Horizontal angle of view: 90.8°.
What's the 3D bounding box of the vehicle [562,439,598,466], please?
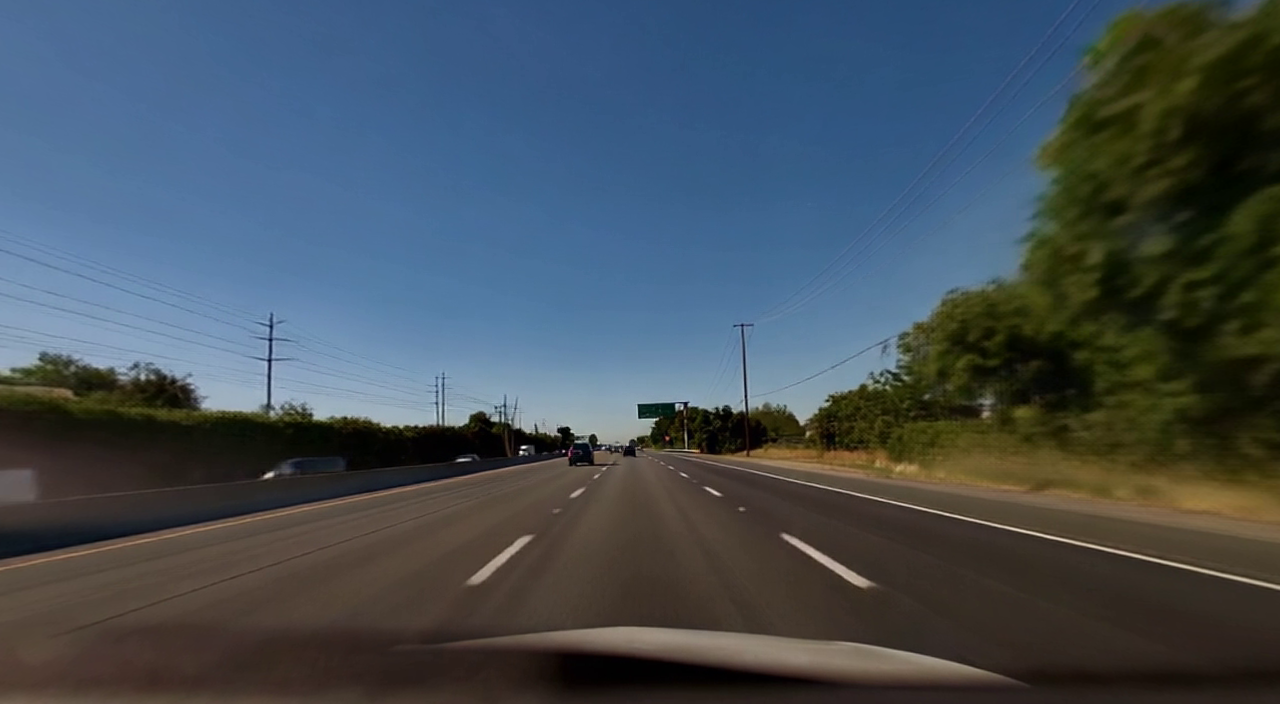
[{"bbox_3d":[-4.292,7.341,46.272,2.130,1.823,4.761,0,-8,0],"label":"vehicle"}]
